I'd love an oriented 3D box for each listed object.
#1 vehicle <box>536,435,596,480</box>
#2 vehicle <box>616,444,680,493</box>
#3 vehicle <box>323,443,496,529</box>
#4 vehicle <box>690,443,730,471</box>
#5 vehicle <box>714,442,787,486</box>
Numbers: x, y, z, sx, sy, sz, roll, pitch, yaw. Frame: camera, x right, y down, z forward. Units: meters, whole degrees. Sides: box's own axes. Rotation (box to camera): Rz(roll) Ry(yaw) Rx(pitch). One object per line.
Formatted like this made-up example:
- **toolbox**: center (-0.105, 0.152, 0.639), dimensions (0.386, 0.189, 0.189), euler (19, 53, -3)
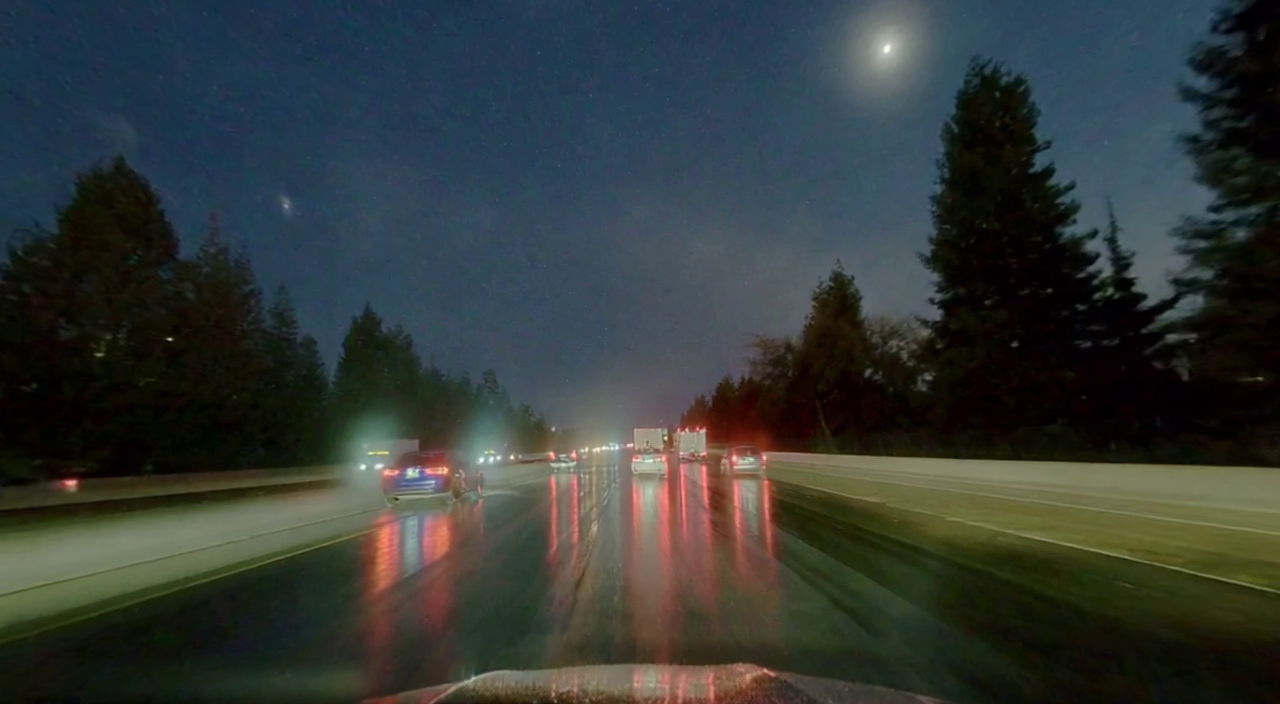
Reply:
- **vehicle**: center (-3.489, 5.101, 30.457), dimensions (2.230, 1.973, 4.403), euler (-1, -9, 2)
- **vehicle**: center (0.255, 4.018, 21.945), dimensions (2.015, 1.526, 4.286), euler (0, -9, 0)
- **vehicle**: center (-4.550, 2.698, 13.224), dimensions (1.967, 1.473, 4.439), euler (0, -9, 0)
- **vehicle**: center (4.577, 6.949, 41.633), dimensions (2.080, 1.748, 4.534), euler (0, -9, 0)
- **vehicle**: center (4.103, 4.234, 23.933), dimensions (1.959, 1.503, 4.064), euler (0, -9, -1)
